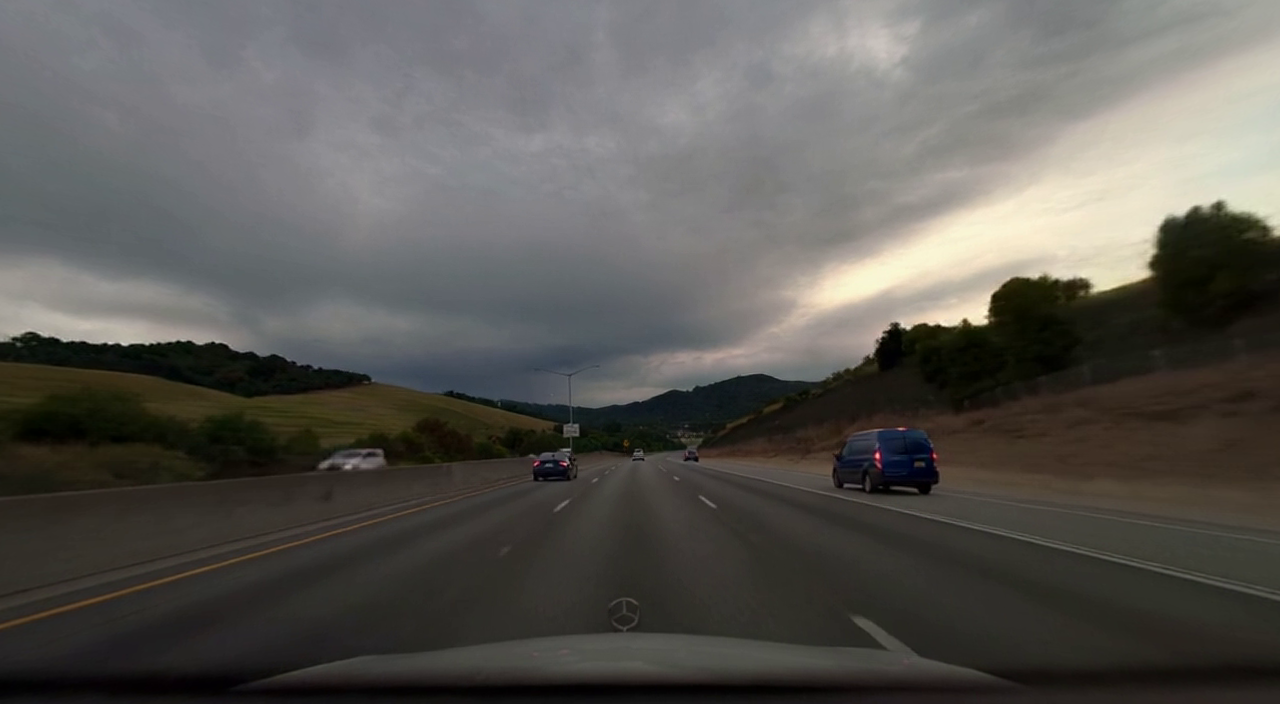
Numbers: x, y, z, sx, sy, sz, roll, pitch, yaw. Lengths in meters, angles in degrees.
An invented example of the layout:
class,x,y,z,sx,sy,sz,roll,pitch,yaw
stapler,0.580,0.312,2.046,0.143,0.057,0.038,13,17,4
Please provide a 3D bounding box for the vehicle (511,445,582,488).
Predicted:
class,x,y,z,sx,sy,sz,roll,pitch,yaw
vehicle,-3.615,4.542,25.304,2.160,1.530,4.500,0,-9,0

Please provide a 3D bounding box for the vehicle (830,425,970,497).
class,x,y,z,sx,sy,sz,roll,pitch,yaw
vehicle,7.884,3.357,19.737,2.133,1.933,4.986,0,-9,-1

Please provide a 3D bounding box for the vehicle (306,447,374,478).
class,x,y,z,sx,sy,sz,roll,pitch,yaw
vehicle,-15.132,5.629,31.928,1.719,1.389,3.700,-2,-10,-1
